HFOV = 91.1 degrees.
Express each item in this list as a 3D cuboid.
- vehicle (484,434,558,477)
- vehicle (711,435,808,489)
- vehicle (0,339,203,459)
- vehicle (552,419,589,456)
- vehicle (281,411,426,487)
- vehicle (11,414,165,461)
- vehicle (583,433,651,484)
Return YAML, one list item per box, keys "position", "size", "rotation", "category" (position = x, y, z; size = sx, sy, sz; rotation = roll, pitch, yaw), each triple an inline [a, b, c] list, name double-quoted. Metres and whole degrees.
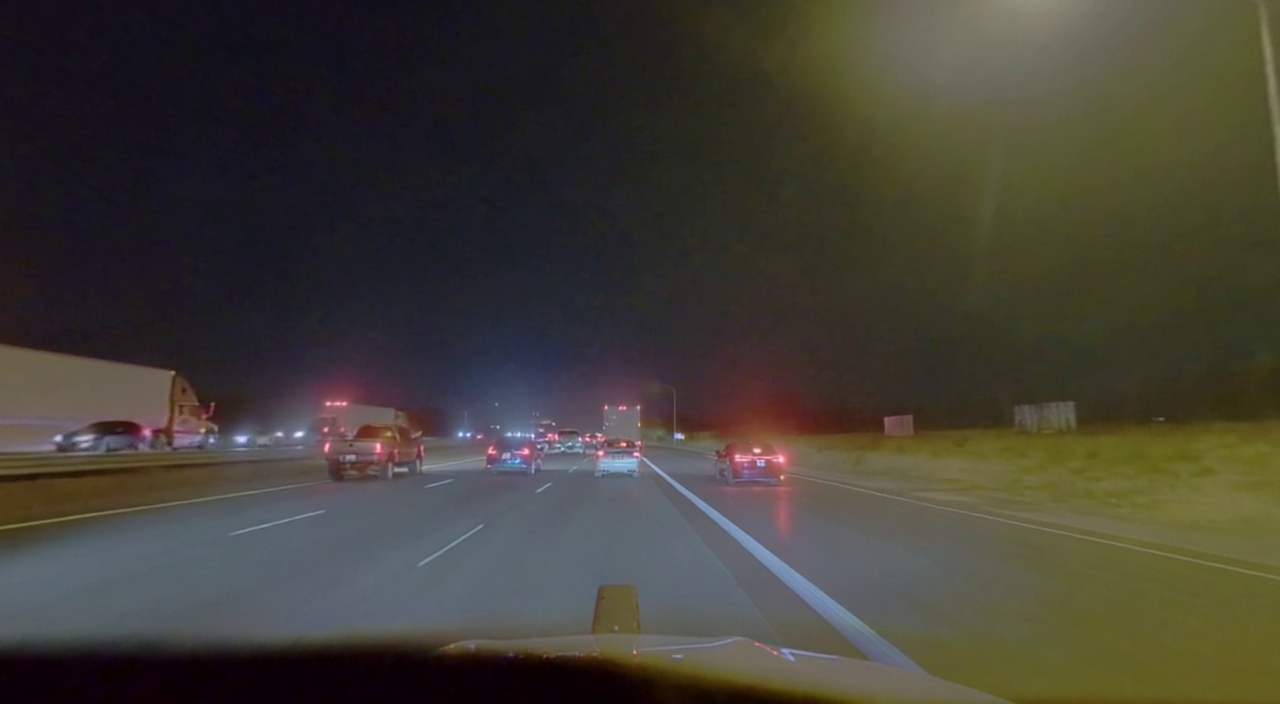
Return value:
- position: [-4.448, 3.909, 24.208]
  size: [2.046, 1.493, 4.384]
  rotation: [0, -8, 0]
  category: "vehicle"
- position: [3.563, 3.353, 19.674]
  size: [1.981, 1.474, 4.396]
  rotation: [0, -8, -3]
  category: "vehicle"
- position: [-23.010, 2.001, 24.171]
  size: [2.881, 3.978, 14.159]
  rotation: [0, -8, -3]
  category: "vehicle"
- position: [-5.176, 6.477, 47.643]
  size: [2.303, 2.610, 6.579]
  rotation: [0, -8, -2]
  category: "vehicle"
- position: [-8.220, 2.834, 18.665]
  size: [2.158, 1.943, 4.662]
  rotation: [0, -8, -1]
  category: "vehicle"
- position: [-19.268, 3.014, 22.228]
  size: [1.873, 1.475, 4.034]
  rotation: [0, -8, -2]
  category: "vehicle"
- position: [-0.702, 3.398, 20.400]
  size: [1.980, 1.478, 3.758]
  rotation: [0, -8, -1]
  category: "vehicle"
